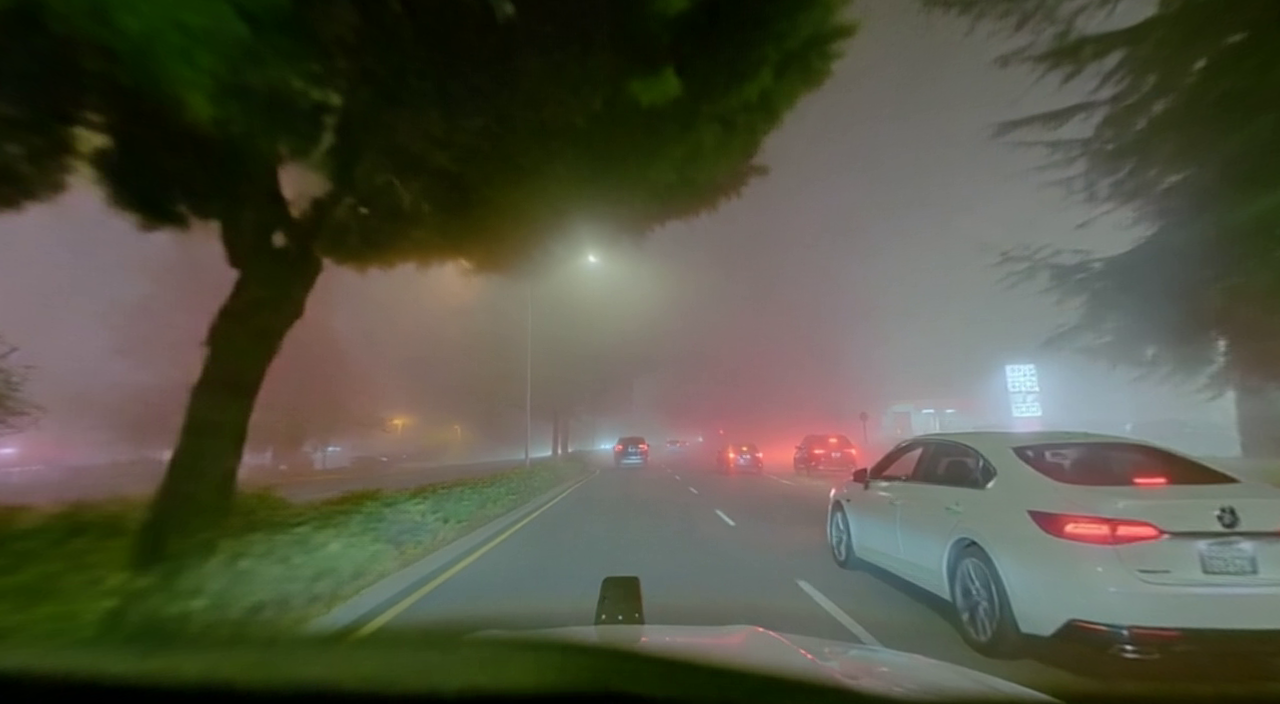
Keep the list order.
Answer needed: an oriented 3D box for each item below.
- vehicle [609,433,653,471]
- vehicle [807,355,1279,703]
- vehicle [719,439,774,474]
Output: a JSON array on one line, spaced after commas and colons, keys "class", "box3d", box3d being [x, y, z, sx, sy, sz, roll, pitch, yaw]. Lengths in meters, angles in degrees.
[{"class": "vehicle", "box3d": [-0.424, 5.113, 32.404, 2.106, 1.798, 4.168, 0, -8, 0]}, {"class": "vehicle", "box3d": [3.013, 1.166, 4.902, 2.153, 1.658, 4.485, 0, -9, -1]}, {"class": "vehicle", "box3d": [4.820, 4.806, 29.236, 1.883, 1.452, 4.258, 0, -9, 1]}]
